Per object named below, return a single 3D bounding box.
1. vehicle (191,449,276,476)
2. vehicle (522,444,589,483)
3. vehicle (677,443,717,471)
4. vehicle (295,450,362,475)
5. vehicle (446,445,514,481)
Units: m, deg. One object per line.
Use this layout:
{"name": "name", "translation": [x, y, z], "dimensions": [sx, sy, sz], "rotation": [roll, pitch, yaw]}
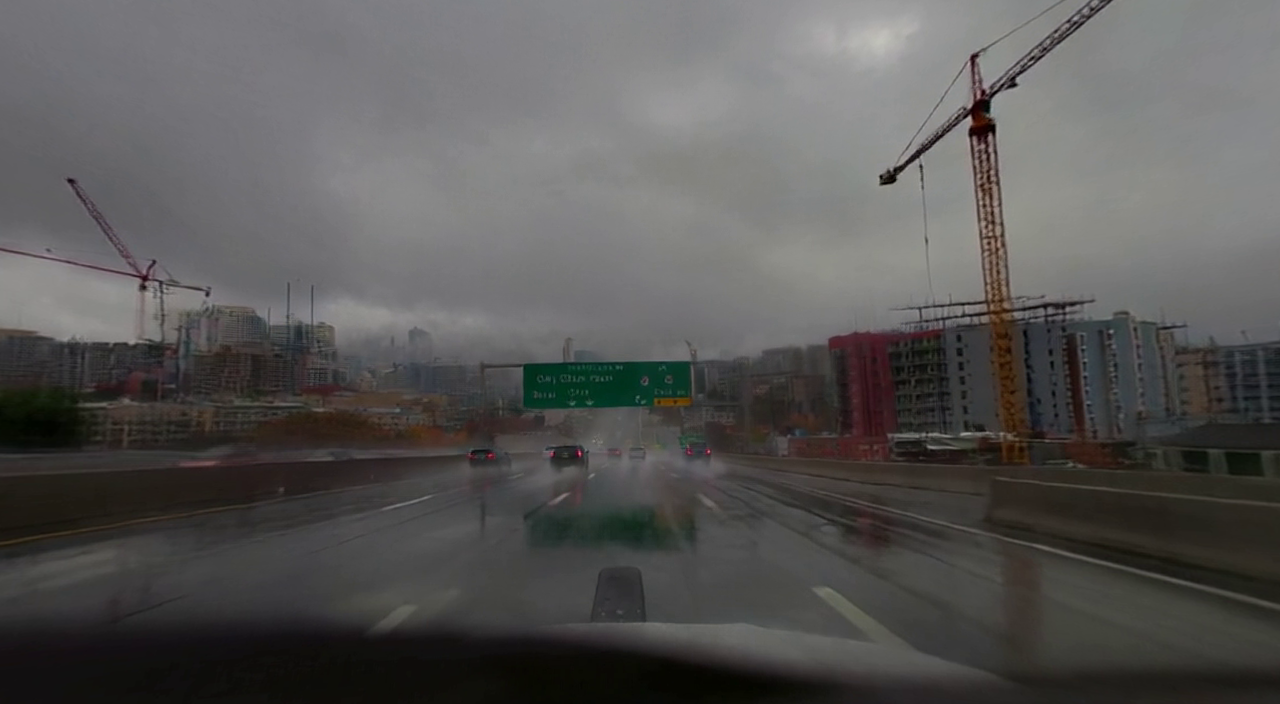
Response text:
{"name": "vehicle", "translation": [-24.310, 6.604, 38.030], "dimensions": [1.959, 1.516, 4.704], "rotation": [0, -9, 1]}
{"name": "vehicle", "translation": [-3.492, 4.685, 26.918], "dimensions": [2.136, 1.512, 4.488], "rotation": [0, -8, 1]}
{"name": "vehicle", "translation": [3.346, 6.232, 37.730], "dimensions": [1.978, 1.602, 4.092], "rotation": [0, -8, 0]}
{"name": "vehicle", "translation": [-19.883, 7.024, 40.523], "dimensions": [1.844, 1.454, 4.593], "rotation": [-1, -8, 2]}
{"name": "vehicle", "translation": [-7.267, 5.050, 29.061], "dimensions": [1.951, 1.528, 4.209], "rotation": [0, -8, 1]}
